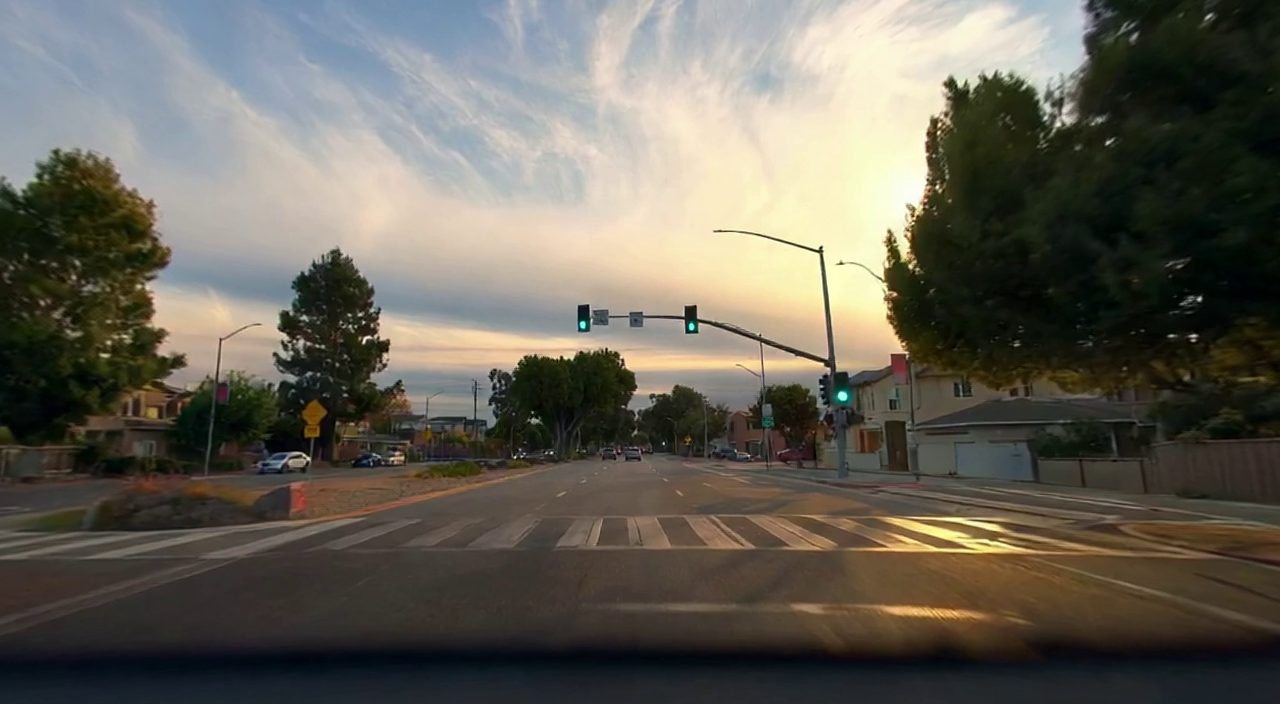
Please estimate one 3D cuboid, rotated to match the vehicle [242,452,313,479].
[{"bbox_3d":[-25.286,7.932,44.328,1.908,1.719,4.972,0,-9,1],"label":"vehicle"}]
